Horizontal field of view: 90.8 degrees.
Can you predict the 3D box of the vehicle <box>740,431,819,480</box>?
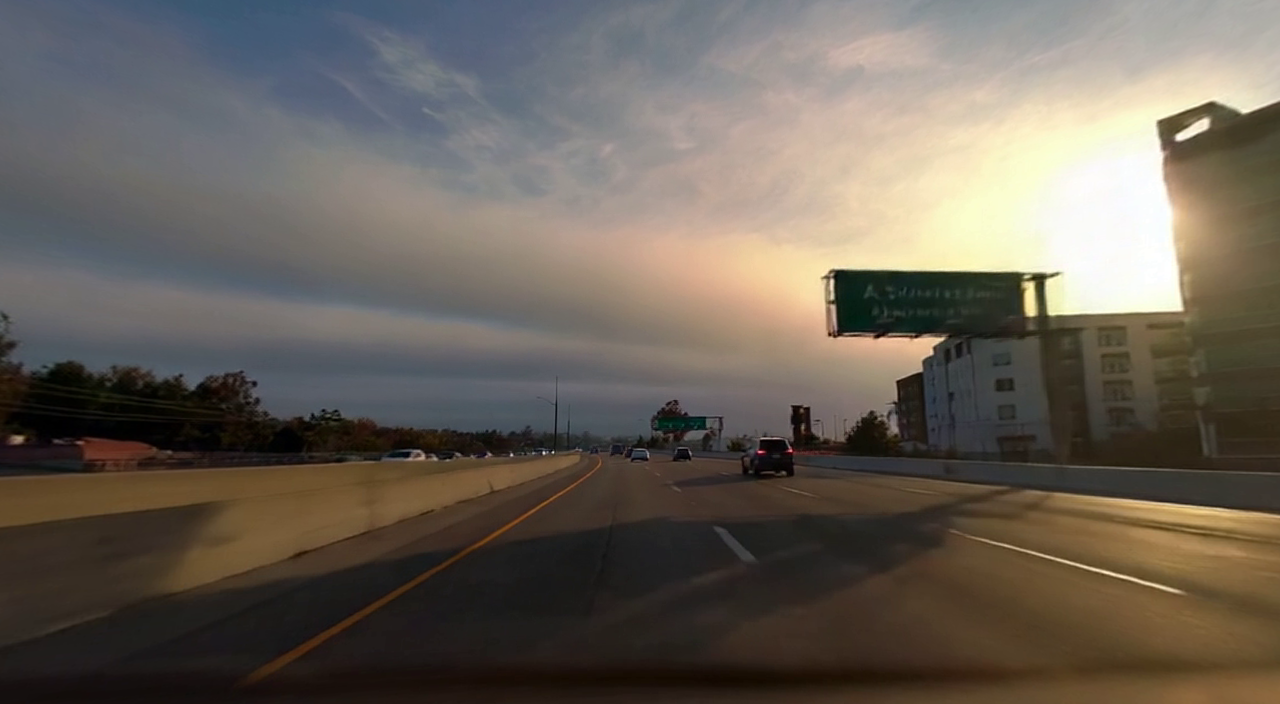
[{"bbox_3d":[5.983,4.506,27.820,2.181,1.952,4.973,0,-8,-2],"label":"vehicle"}]
